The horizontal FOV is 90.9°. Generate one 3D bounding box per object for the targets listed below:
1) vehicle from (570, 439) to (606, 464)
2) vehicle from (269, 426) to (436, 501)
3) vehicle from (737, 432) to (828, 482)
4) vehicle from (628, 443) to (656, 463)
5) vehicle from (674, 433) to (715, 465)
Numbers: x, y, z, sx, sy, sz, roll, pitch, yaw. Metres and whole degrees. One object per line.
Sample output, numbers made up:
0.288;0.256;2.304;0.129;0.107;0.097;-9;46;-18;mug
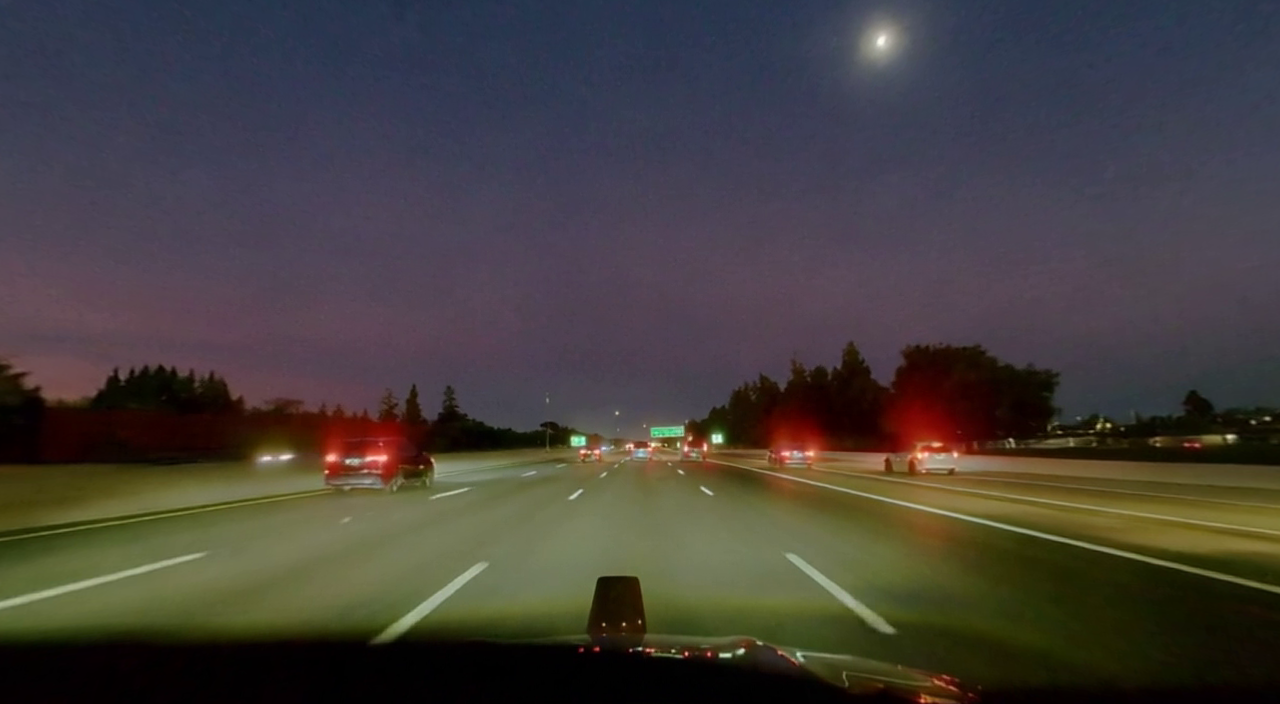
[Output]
-3.798;7.365;46.896;2.118;1.750;4.875;-1;-8;1;vehicle
-7.878;3.104;18.042;2.199;1.781;5.271;-1;-8;1;vehicle
5.218;3.916;23.790;2.196;1.659;4.451;0;-8;-2;vehicle
0.160;7.601;47.647;2.050;1.452;3.917;0;-8;0;vehicle
3.664;6.713;43.796;2.348;1.991;5.460;0;-8;0;vehicle
